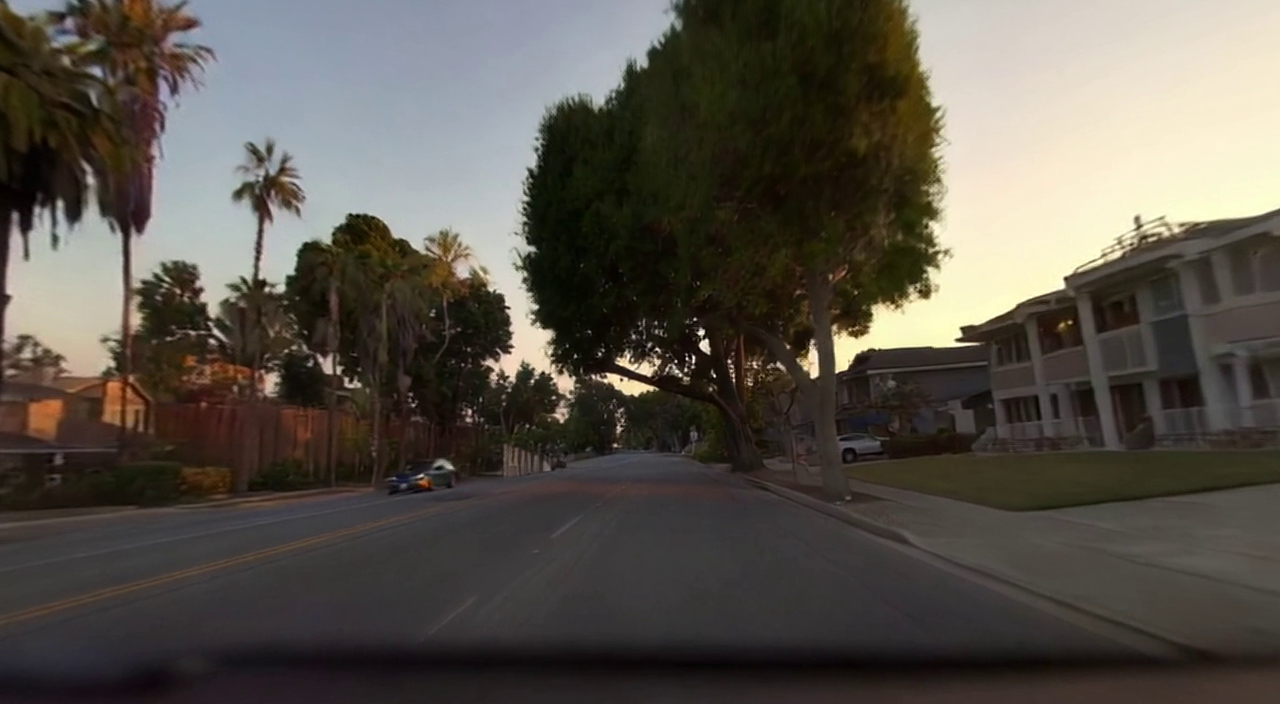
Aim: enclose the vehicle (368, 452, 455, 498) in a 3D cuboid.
[{"bbox_3d":[-10.053,5.397,28.178,2.001,1.725,4.504,-4,-9,4],"label":"vehicle"}]
